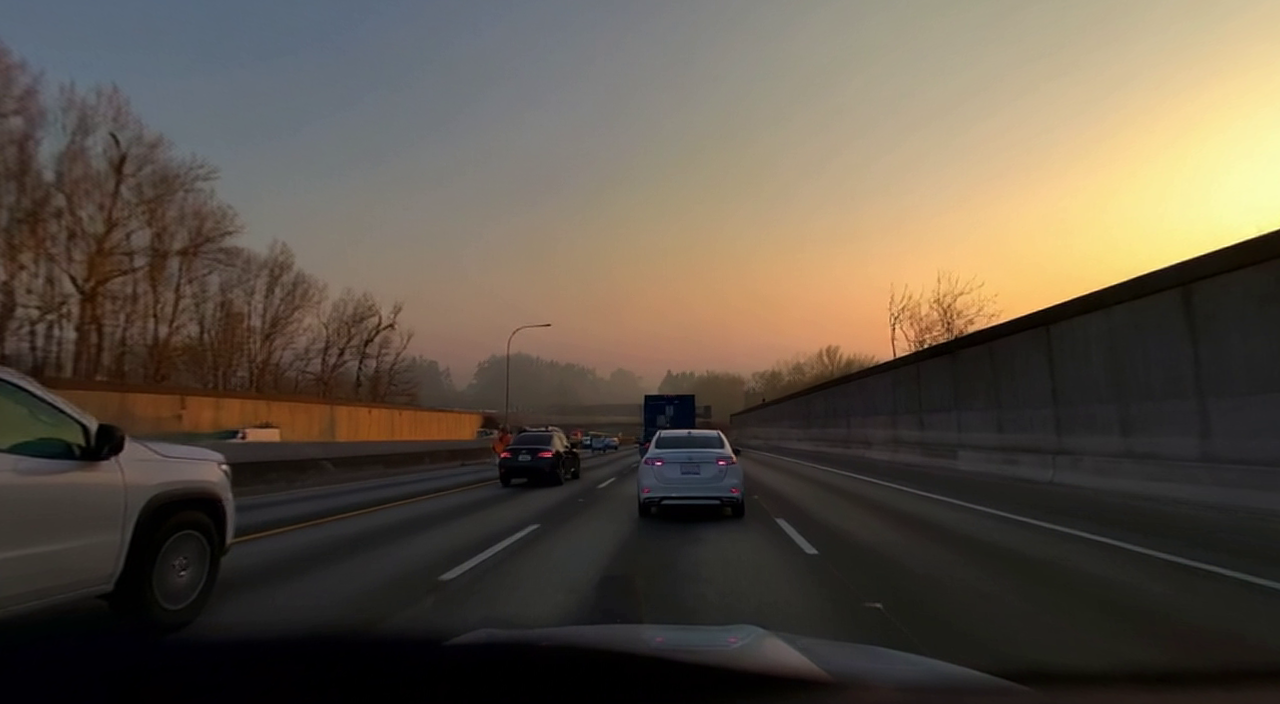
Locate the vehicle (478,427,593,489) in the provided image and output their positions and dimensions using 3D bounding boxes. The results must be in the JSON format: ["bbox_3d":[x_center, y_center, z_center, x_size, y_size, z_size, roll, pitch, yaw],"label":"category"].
[{"bbox_3d":[-2.676,2.834,17.281,2.087,1.457,4.313,-1,-8,5],"label":"vehicle"}]

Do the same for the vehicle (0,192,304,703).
[{"bbox_3d":[-4.160,0.413,2.249,2.386,2.435,5.831,-1,-8,4],"label":"vehicle"}]

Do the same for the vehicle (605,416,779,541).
[{"bbox_3d":[0.805,1.804,9.720,2.089,1.485,4.153,-1,-8,5],"label":"vehicle"}]
